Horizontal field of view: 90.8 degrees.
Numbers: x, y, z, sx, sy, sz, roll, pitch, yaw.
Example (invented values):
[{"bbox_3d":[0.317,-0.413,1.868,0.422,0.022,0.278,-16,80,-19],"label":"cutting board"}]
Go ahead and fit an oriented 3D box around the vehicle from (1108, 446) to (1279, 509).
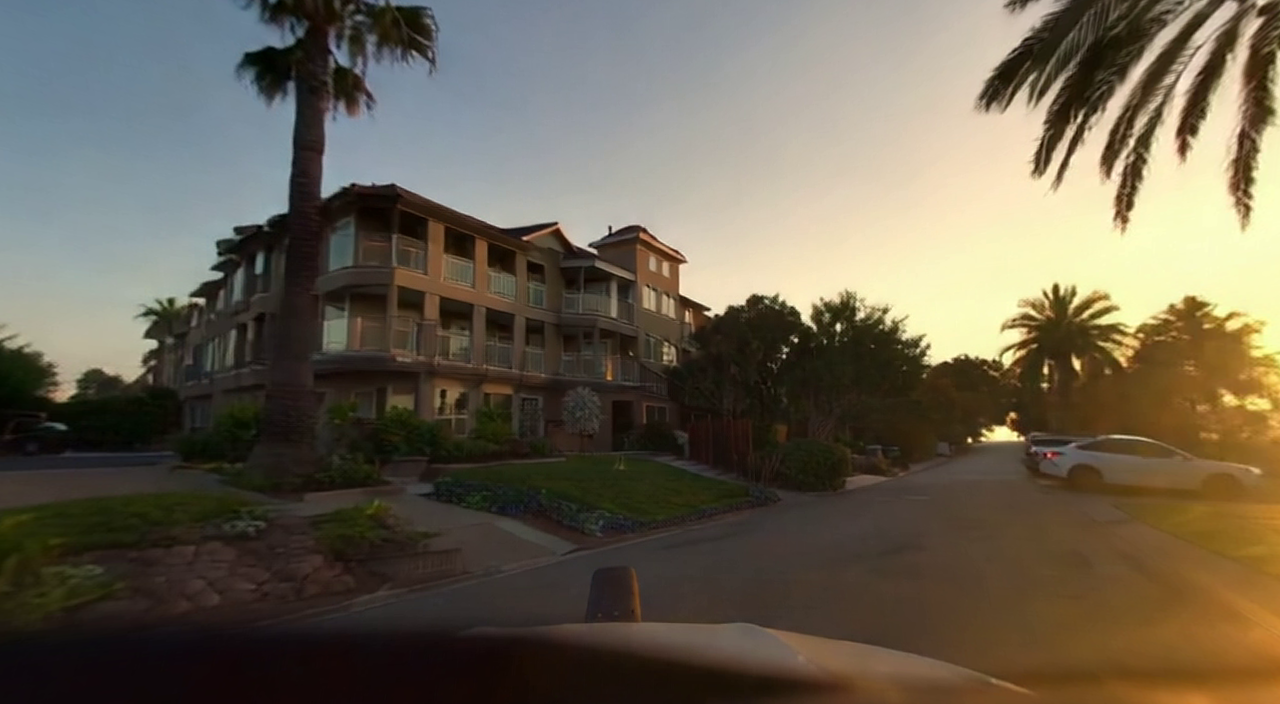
[{"bbox_3d":[16.116,3.557,18.067,4.195,1.446,1.979,-4,-11,40],"label":"vehicle"}]
